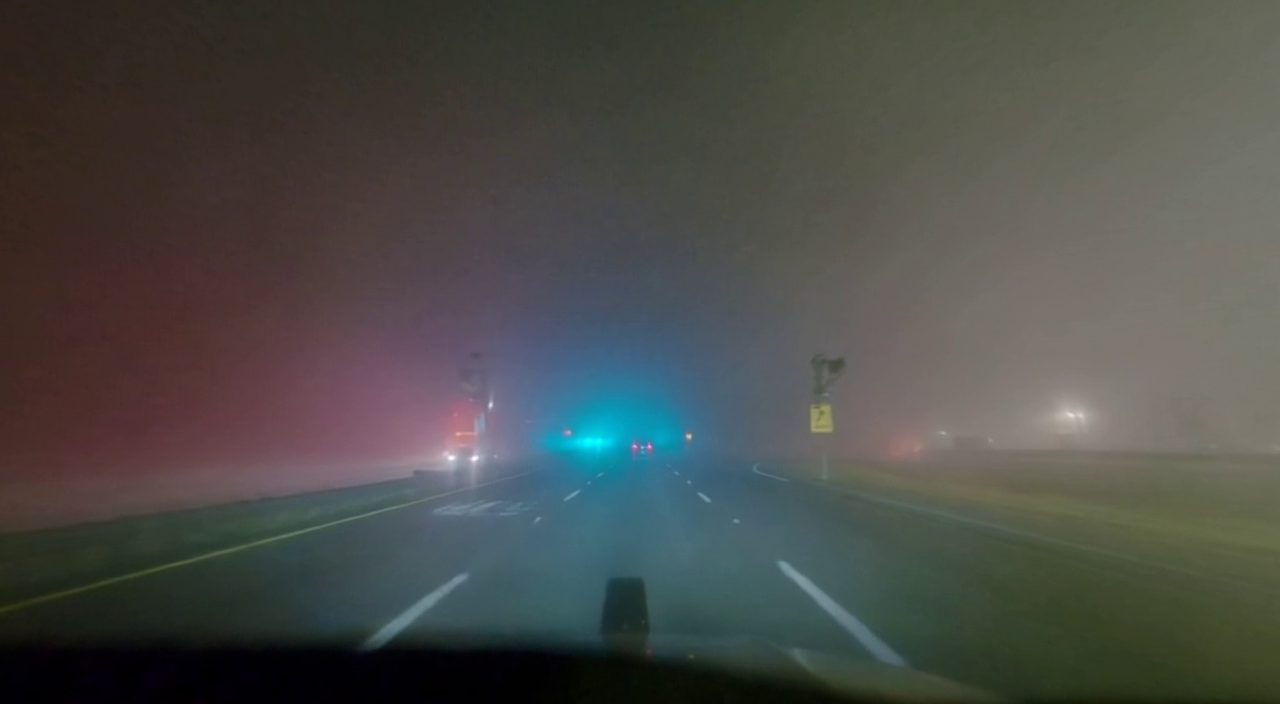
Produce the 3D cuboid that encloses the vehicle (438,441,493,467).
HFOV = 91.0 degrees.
[{"bbox_3d":[-11.013,6.463,40.007,1.973,1.558,4.718,0,-8,2],"label":"vehicle"}]
